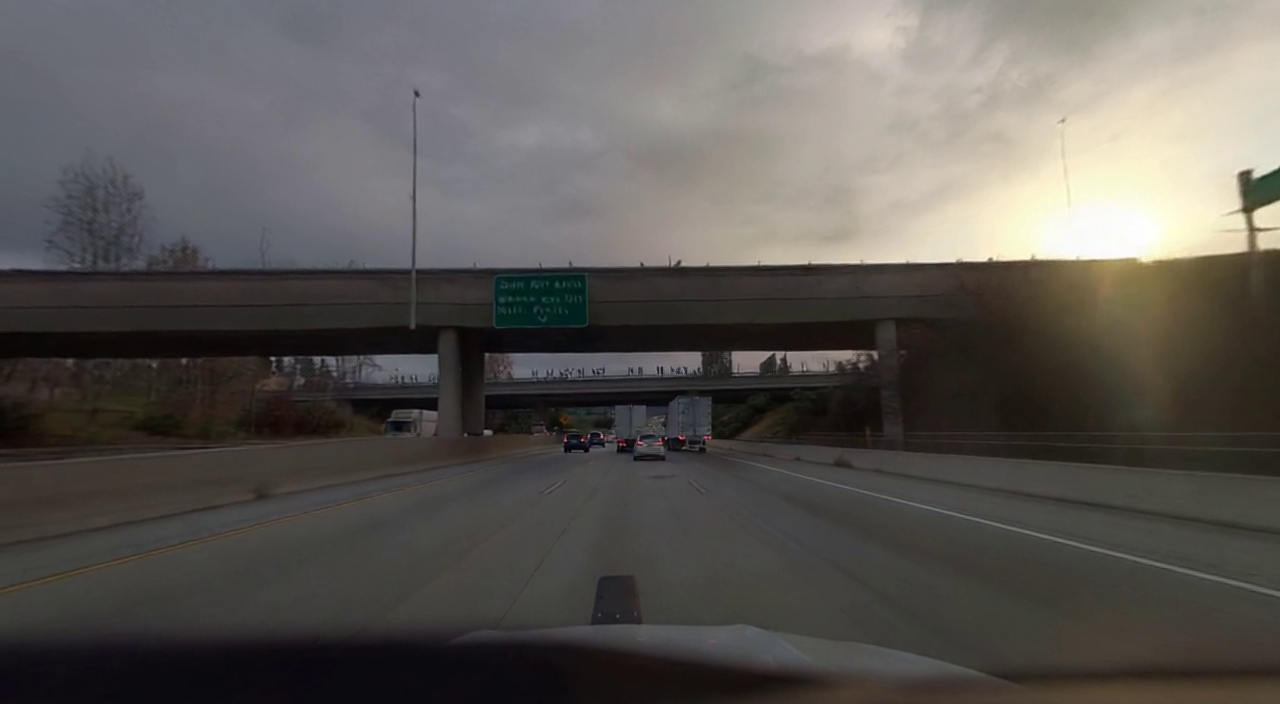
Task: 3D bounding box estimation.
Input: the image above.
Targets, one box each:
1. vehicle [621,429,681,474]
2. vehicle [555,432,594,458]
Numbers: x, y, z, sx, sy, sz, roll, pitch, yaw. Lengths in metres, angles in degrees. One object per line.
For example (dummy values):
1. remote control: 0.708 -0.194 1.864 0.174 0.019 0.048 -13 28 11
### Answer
1. vehicle: 0.324 3.678 23.507 2.059 1.522 3.693 0 -8 -1
2. vehicle: -4.065 5.805 39.649 1.979 1.527 4.754 0 -8 -1
